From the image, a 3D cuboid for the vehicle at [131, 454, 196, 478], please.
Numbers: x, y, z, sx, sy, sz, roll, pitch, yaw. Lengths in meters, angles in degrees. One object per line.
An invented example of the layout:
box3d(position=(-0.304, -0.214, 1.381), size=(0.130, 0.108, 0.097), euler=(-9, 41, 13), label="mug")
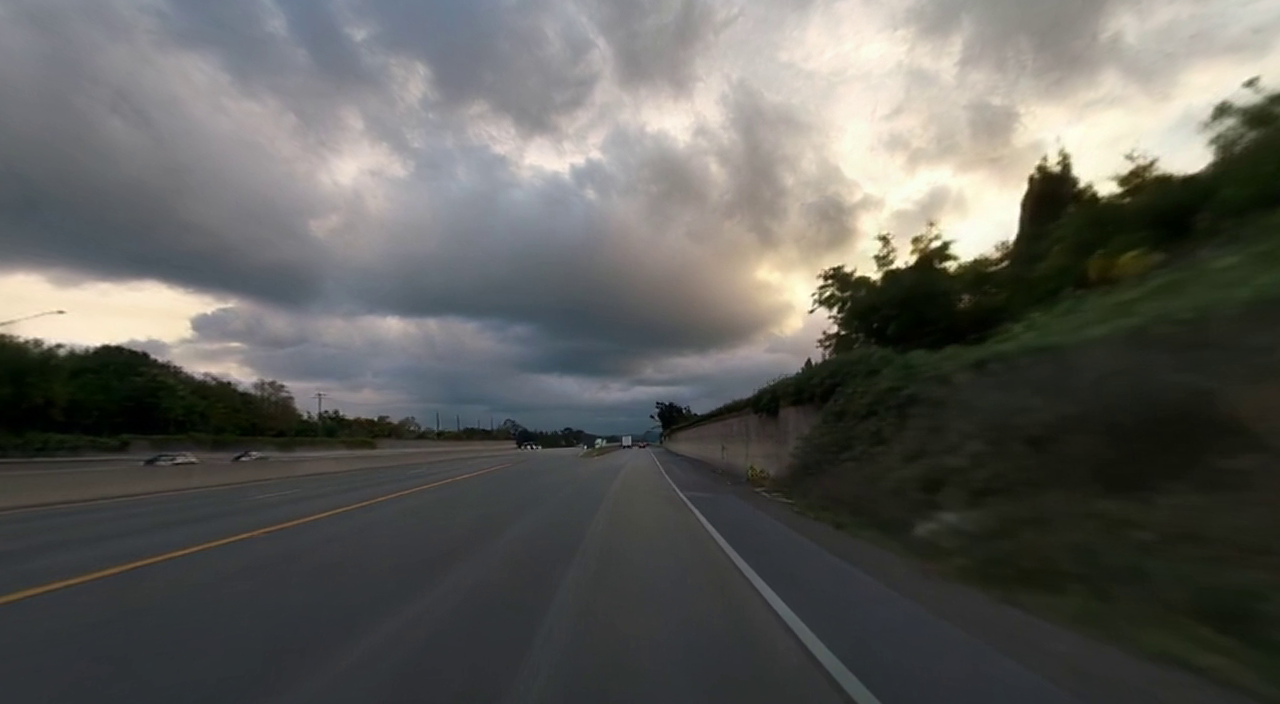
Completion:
box3d(position=(-34.305, 8.194, 45.426), size=(1.815, 1.475, 4.486), euler=(1, -8, -10), label="vehicle")
